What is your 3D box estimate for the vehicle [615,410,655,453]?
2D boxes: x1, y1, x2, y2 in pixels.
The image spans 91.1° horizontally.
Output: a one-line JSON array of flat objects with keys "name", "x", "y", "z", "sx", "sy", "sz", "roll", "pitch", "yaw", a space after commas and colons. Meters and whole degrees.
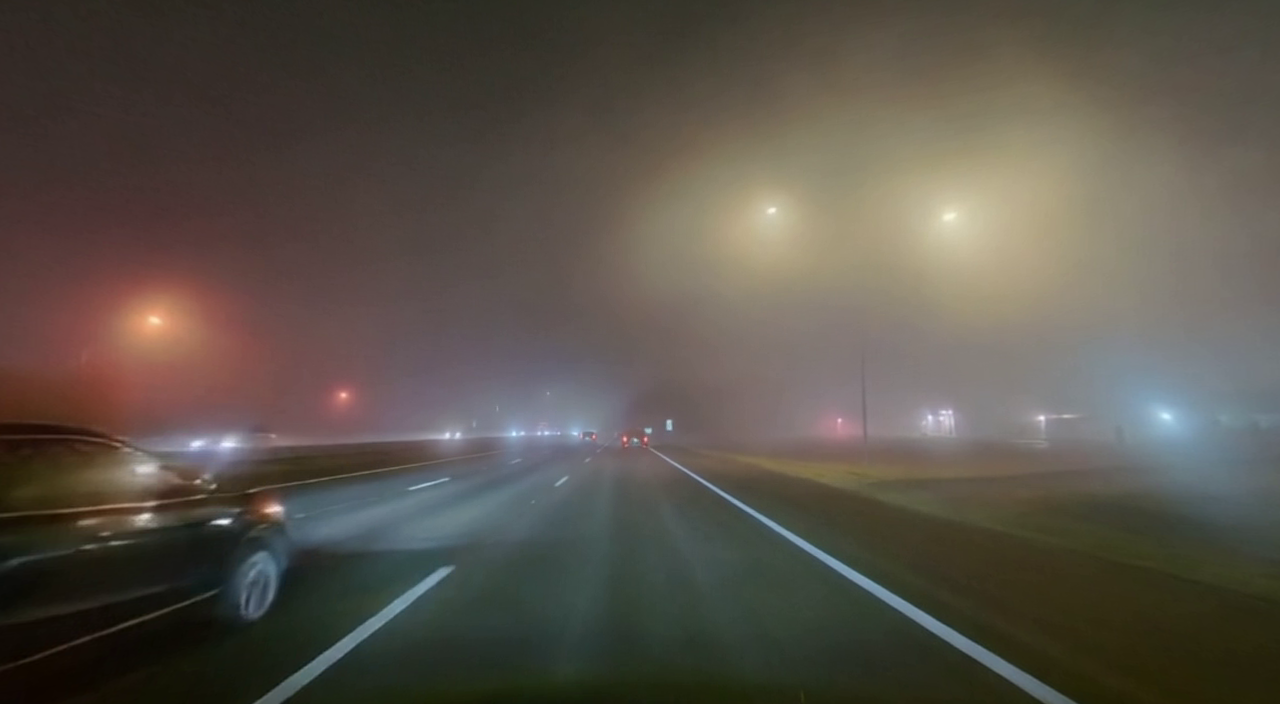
[{"name": "vehicle", "x": -0.445, "y": 5.537, "z": 43.690, "sx": 2.418, "sy": 2.704, "sz": 6.445, "roll": 0, "pitch": -8, "yaw": -3}]

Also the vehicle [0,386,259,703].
[{"name": "vehicle", "x": -3.591, "y": 0.858, "z": 2.256, "sx": 1.955, "sy": 1.508, "sz": 3.996, "roll": 0, "pitch": -8, "yaw": -1}]
